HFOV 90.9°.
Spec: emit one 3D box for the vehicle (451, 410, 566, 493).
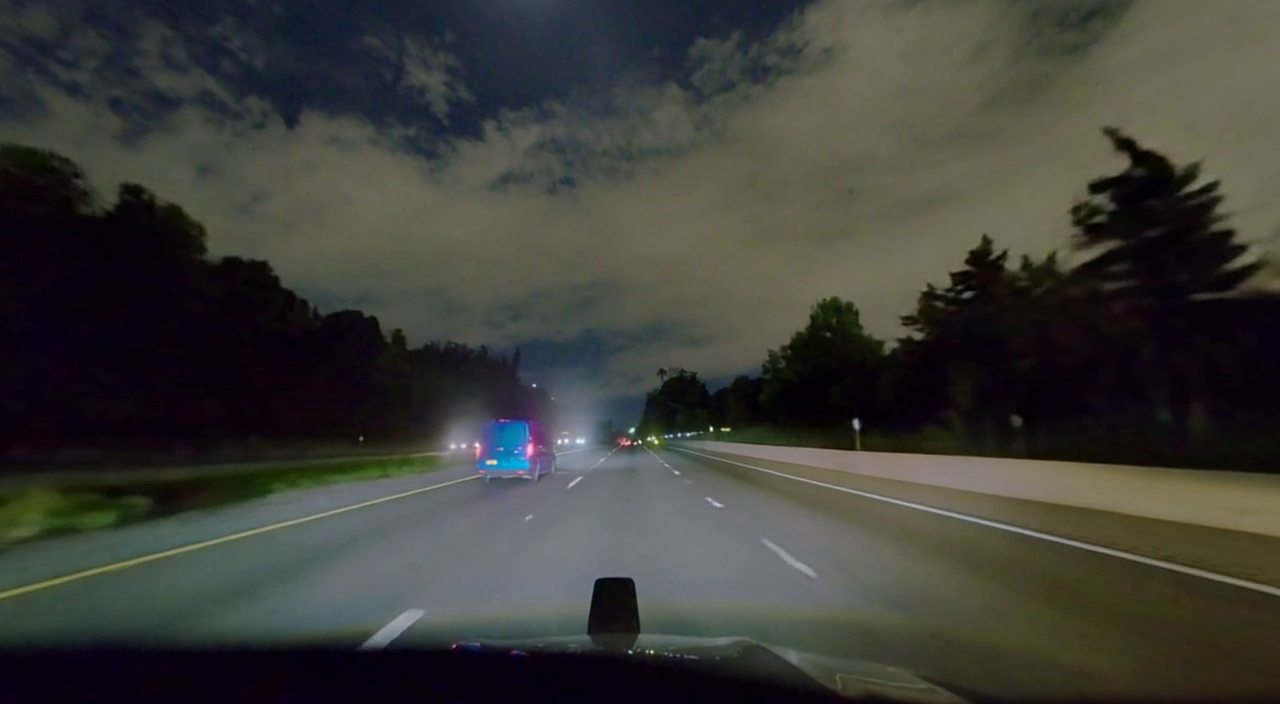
[{"bbox_3d":[-3.514,2.772,17.938,2.297,2.011,4.736,0,-8,-1],"label":"vehicle"}]
